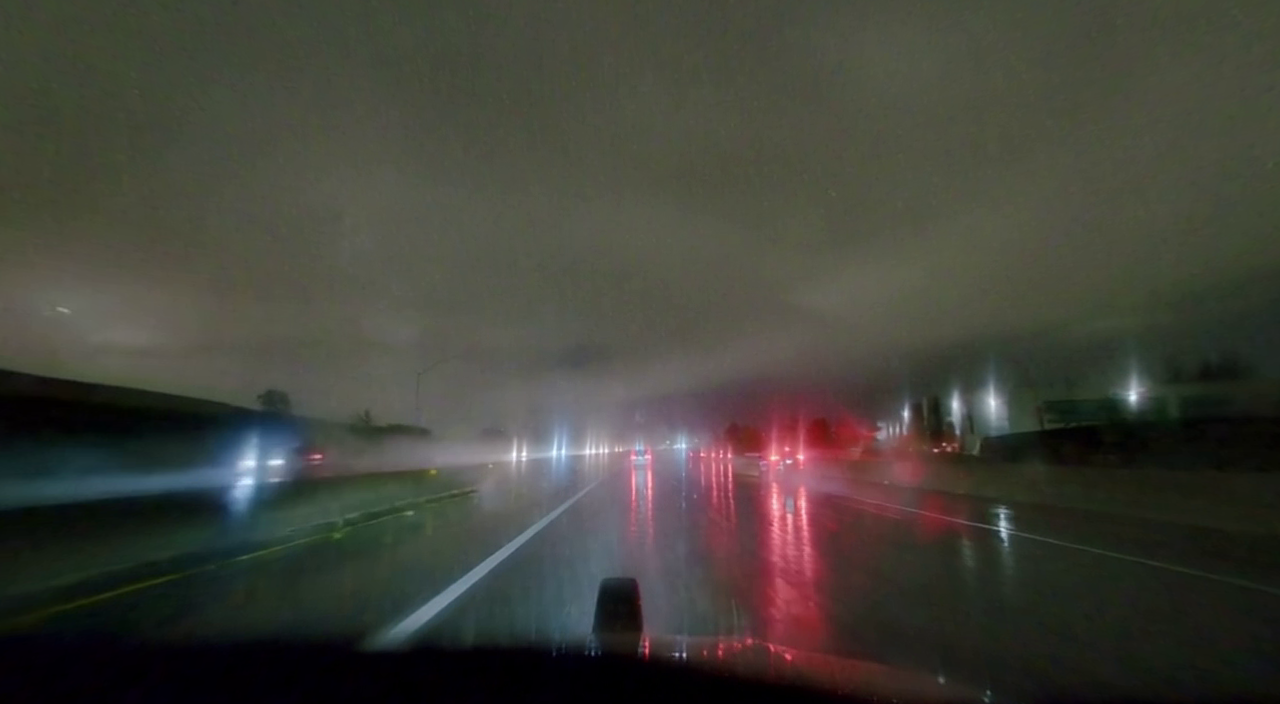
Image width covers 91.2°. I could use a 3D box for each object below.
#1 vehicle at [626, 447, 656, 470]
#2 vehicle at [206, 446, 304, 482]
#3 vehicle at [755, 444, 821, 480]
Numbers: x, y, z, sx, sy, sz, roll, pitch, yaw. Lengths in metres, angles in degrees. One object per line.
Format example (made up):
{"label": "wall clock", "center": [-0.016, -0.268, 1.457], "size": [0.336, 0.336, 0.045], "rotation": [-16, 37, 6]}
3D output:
{"label": "vehicle", "center": [0.077, 7.513, 44.512], "size": [2.025, 1.526, 4.181], "rotation": [0, -9, 0]}
{"label": "vehicle", "center": [-19.324, 5.613, 31.755], "size": [1.955, 1.678, 4.699], "rotation": [0, -9, 0]}
{"label": "vehicle", "center": [6.947, 5.214, 29.949], "size": [2.008, 1.533, 4.592], "rotation": [0, -9, -1]}
